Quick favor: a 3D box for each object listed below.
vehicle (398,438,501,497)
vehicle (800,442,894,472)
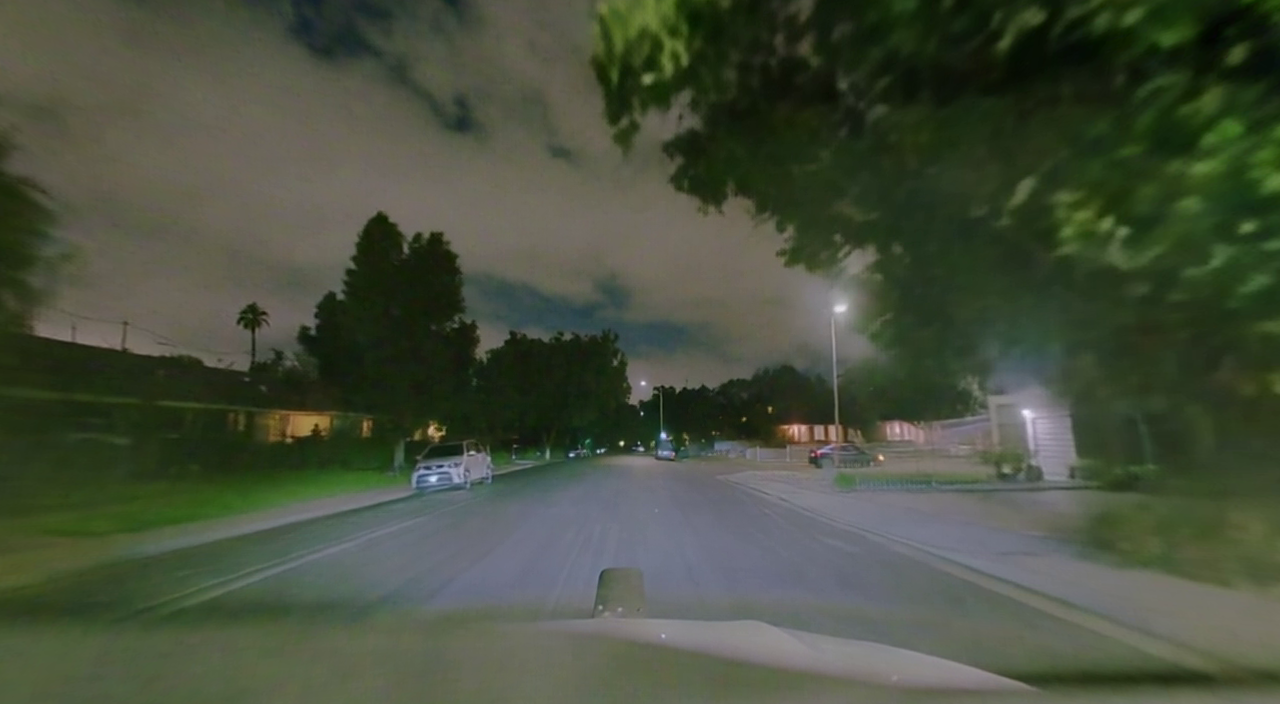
[{"bbox_3d":[-6.103,3.728,20.703,1.998,1.742,4.210,0,-9,1],"label":"vehicle"},{"bbox_3d":[12.171,6.172,37.058,4.708,1.527,2.113,0,-8,-10],"label":"vehicle"}]
